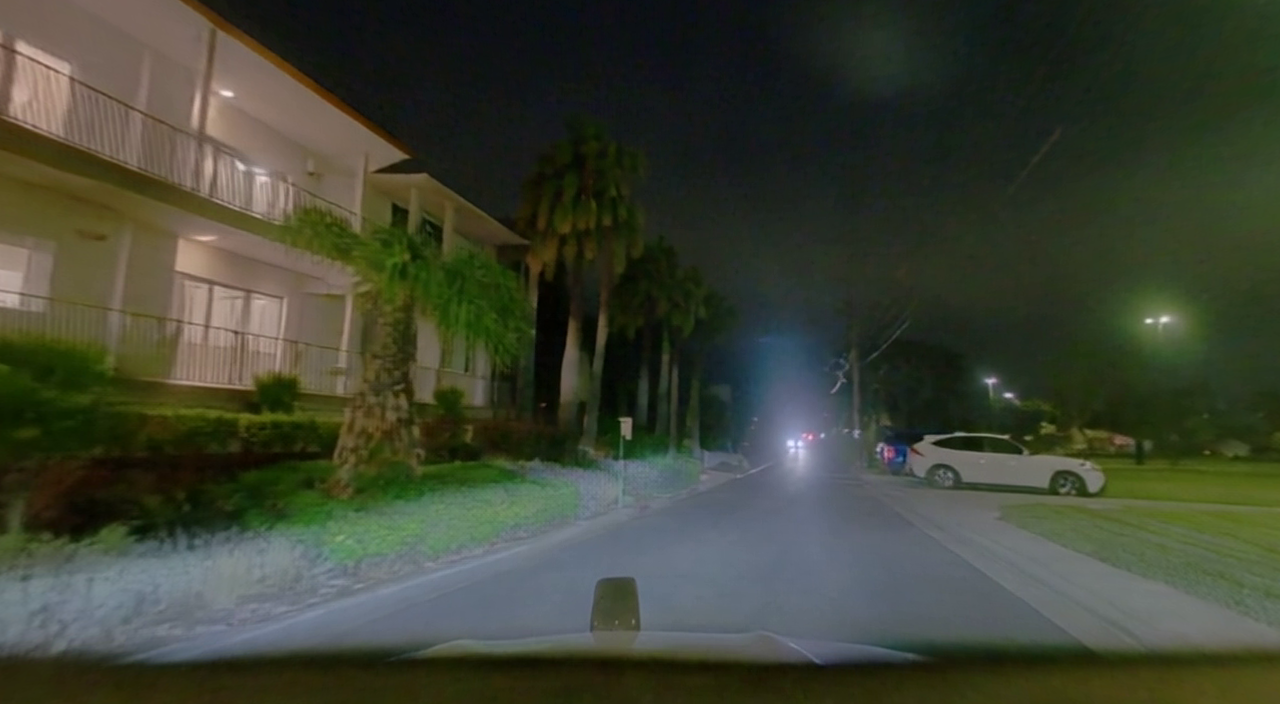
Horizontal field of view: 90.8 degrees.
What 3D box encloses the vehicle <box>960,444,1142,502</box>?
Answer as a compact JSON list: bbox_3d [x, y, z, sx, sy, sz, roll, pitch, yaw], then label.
[{"bbox_3d":[11.836,3.518,18.600,4.195,1.446,1.979,-3,-11,25],"label":"vehicle"}]
